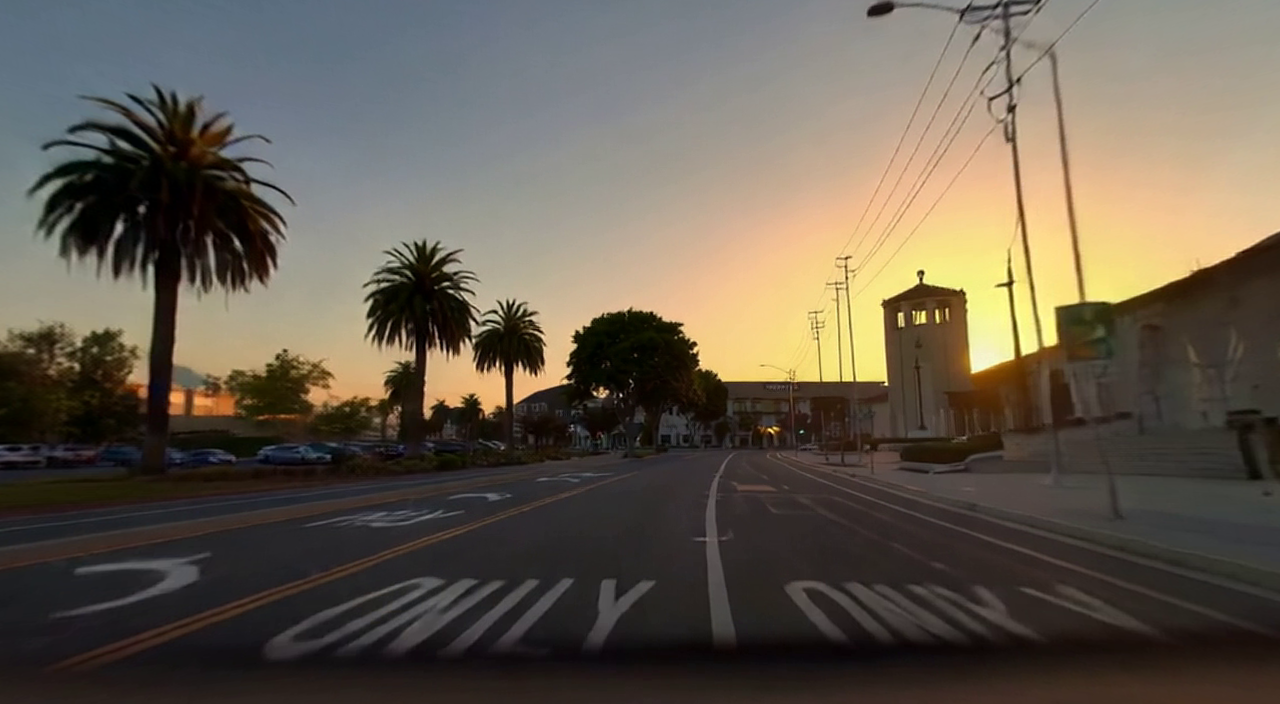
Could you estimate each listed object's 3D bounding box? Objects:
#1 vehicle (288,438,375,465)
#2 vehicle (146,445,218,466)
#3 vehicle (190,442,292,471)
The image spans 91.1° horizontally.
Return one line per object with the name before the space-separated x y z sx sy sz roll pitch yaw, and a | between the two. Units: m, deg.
vehicle | -21.267 6.869 43.389 5.084 1.664 2.006 -2 -7 5
vehicle | -35.579 8.030 48.791 4.188 1.615 1.866 0 -9 3
vehicle | -22.403 5.882 35.349 4.440 1.541 1.851 0 -9 2
